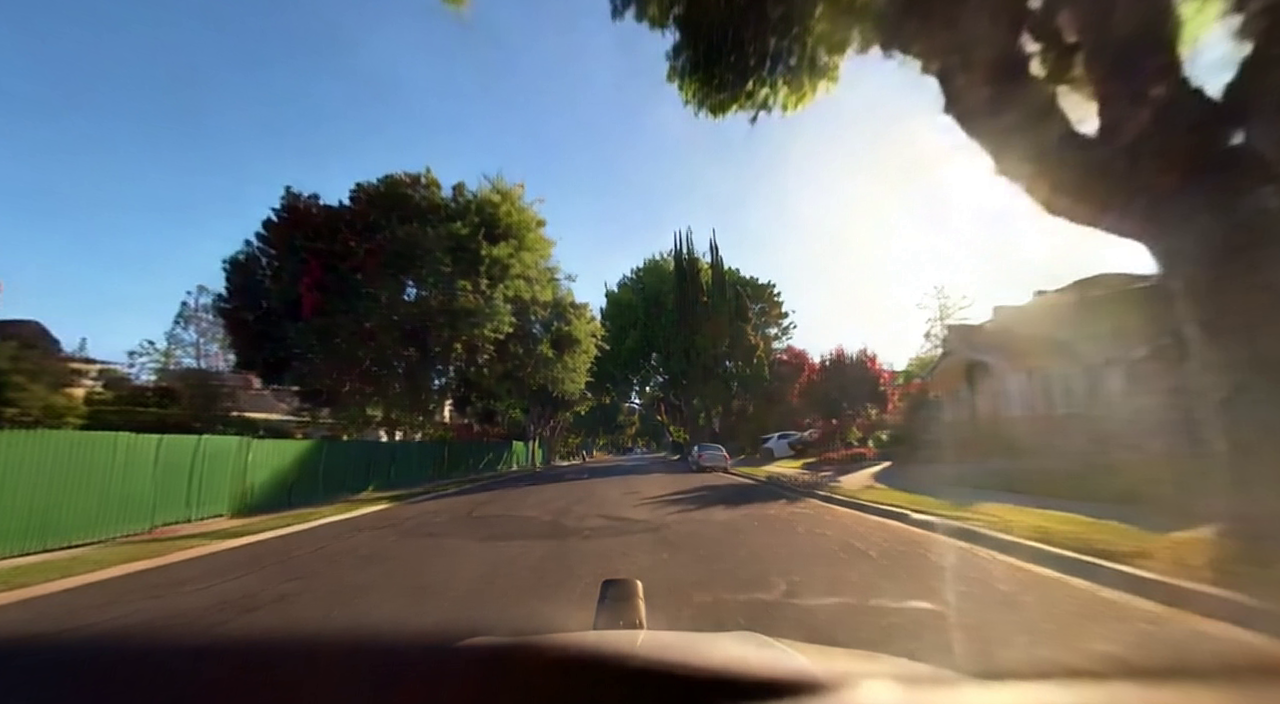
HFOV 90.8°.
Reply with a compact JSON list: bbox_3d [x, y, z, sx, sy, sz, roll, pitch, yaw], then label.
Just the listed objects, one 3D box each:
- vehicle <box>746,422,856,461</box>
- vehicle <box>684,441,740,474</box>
[{"bbox_3d":[9.614,5.418,38.217,5.935,1.911,2.236,-4,-9,0],"label":"vehicle"},{"bbox_3d":[3.569,5.304,32.133,2.051,1.524,5.047,0,-8,-2],"label":"vehicle"}]
